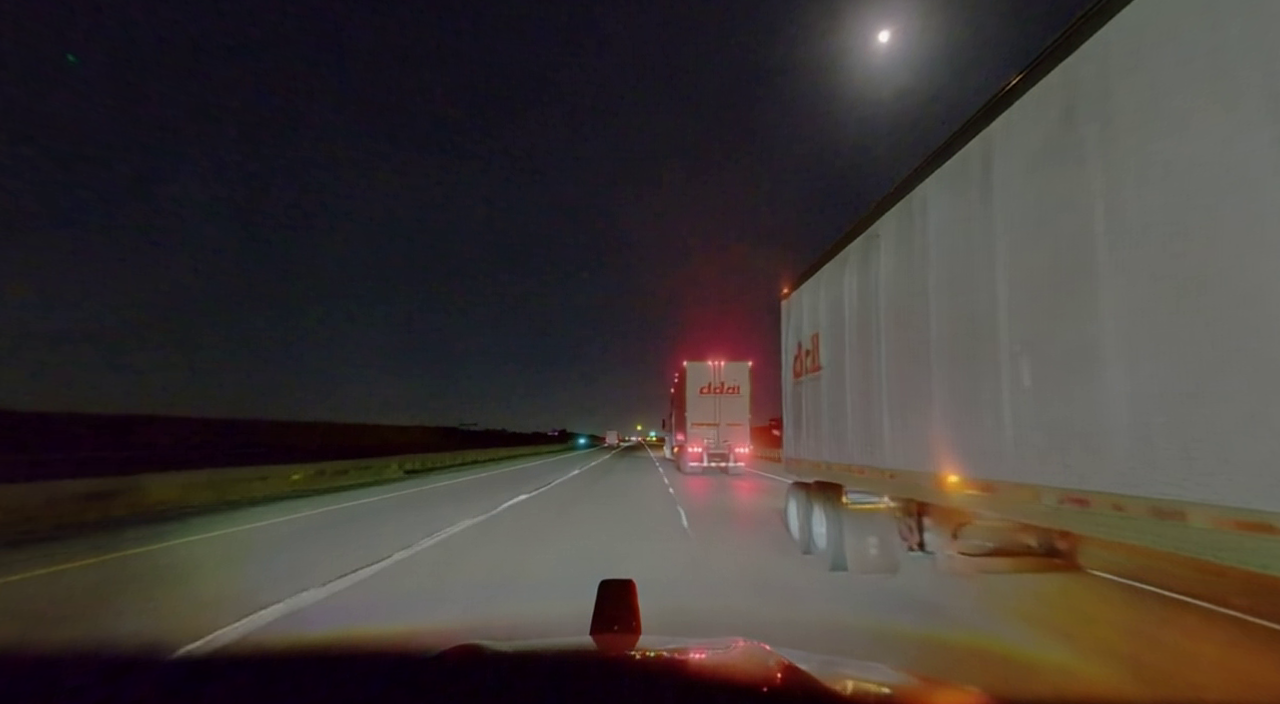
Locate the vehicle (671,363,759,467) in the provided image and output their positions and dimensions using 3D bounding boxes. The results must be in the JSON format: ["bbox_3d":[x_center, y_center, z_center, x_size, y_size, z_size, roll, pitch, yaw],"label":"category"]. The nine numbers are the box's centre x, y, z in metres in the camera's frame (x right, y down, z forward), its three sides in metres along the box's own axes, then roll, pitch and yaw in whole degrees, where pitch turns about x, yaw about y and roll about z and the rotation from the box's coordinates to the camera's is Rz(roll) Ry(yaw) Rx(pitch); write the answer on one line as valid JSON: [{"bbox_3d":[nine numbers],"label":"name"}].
[{"bbox_3d":[3.380,3.550,32.877,3.034,4.194,14.704,0,-8,1],"label":"vehicle"}]
